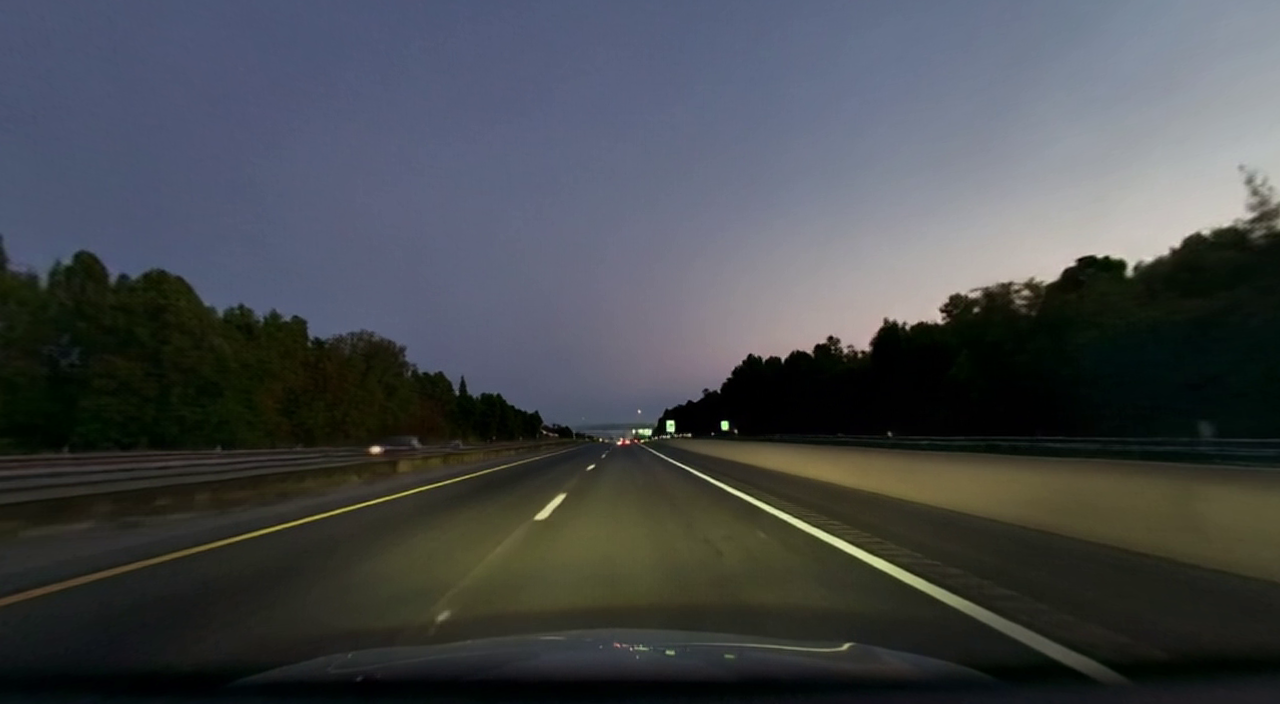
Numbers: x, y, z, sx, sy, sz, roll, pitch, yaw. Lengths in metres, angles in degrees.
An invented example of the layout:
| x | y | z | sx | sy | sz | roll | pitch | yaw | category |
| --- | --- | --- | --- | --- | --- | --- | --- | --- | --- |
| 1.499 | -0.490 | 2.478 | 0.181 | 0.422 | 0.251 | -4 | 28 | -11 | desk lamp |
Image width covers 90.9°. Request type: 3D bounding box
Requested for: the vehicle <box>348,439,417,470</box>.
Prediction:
| x | y | z | sx | sy | sz | roll | pitch | yaw | category |
| --- | --- | --- | --- | --- | --- | --- | --- | --- | --- |
| -13.243 | 5.260 | 32.661 | 1.873 | 1.455 | 4.199 | 0 | -8 | -1 | vehicle |
